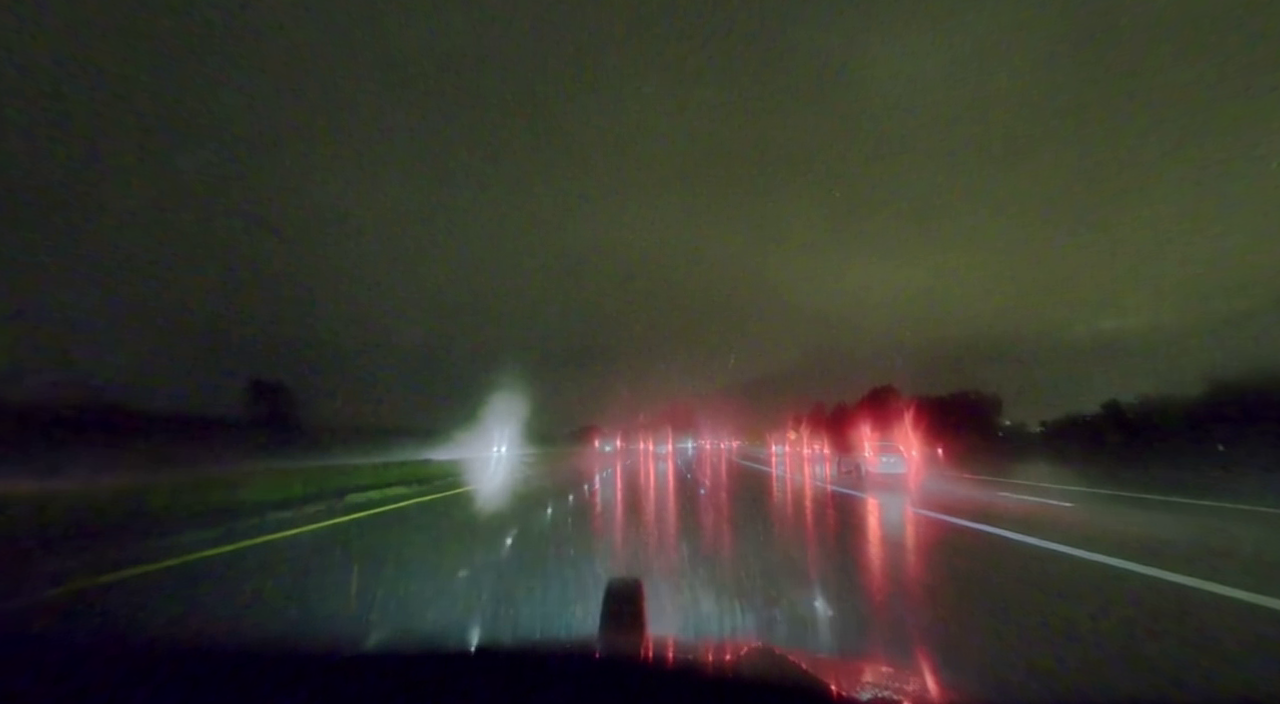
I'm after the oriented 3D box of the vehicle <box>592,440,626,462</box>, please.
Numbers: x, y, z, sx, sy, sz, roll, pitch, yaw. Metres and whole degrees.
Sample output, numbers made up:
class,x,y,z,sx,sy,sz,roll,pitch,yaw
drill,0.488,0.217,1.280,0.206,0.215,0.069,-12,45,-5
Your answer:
class,x,y,z,sx,sy,sz,roll,pitch,yaw
vehicle,-2.227,7.352,46.836,2.040,1.553,4.199,-1,-8,4
